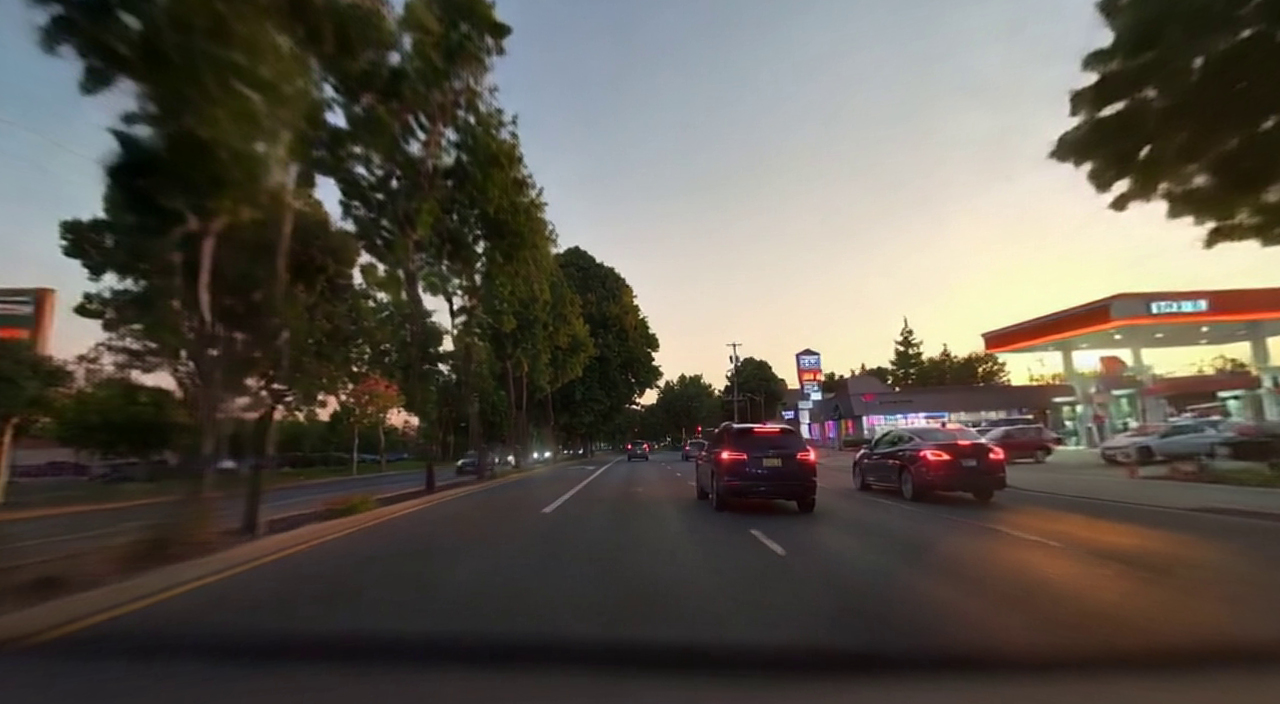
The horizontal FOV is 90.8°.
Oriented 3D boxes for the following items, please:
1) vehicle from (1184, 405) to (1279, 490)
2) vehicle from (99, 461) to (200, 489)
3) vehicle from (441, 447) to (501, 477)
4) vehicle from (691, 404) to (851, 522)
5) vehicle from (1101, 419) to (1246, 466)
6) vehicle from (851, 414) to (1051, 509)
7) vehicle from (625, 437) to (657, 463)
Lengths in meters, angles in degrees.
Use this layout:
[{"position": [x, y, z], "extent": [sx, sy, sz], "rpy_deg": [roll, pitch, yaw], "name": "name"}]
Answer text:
[{"position": [15.688, 2.421, 16.233], "extent": [2.059, 1.882, 4.816], "rpy_deg": [-9, -12, 44], "name": "vehicle"}, {"position": [-29.100, 7.292, 37.574], "extent": [4.435, 1.507, 1.926], "rpy_deg": [-1, -8, 1], "name": "vehicle"}, {"position": [-9.201, 5.988, 34.801], "extent": [1.978, 1.470, 4.711], "rpy_deg": [-1, -8, 0], "name": "vehicle"}, {"position": [2.370, 2.188, 12.963], "extent": [2.038, 1.917, 4.900], "rpy_deg": [0, -8, -2], "name": "vehicle"}, {"position": [20.895, 3.573, 25.035], "extent": [1.930, 1.685, 4.378], "rpy_deg": [-1, -8, 1], "name": "vehicle"}, {"position": [6.676, 2.413, 14.360], "extent": [2.025, 1.765, 4.729], "rpy_deg": [0, -8, -1], "name": "vehicle"}, {"position": [0.037, 6.914, 44.716], "extent": [2.101, 1.707, 3.904], "rpy_deg": [-1, -8, -1], "name": "vehicle"}]
